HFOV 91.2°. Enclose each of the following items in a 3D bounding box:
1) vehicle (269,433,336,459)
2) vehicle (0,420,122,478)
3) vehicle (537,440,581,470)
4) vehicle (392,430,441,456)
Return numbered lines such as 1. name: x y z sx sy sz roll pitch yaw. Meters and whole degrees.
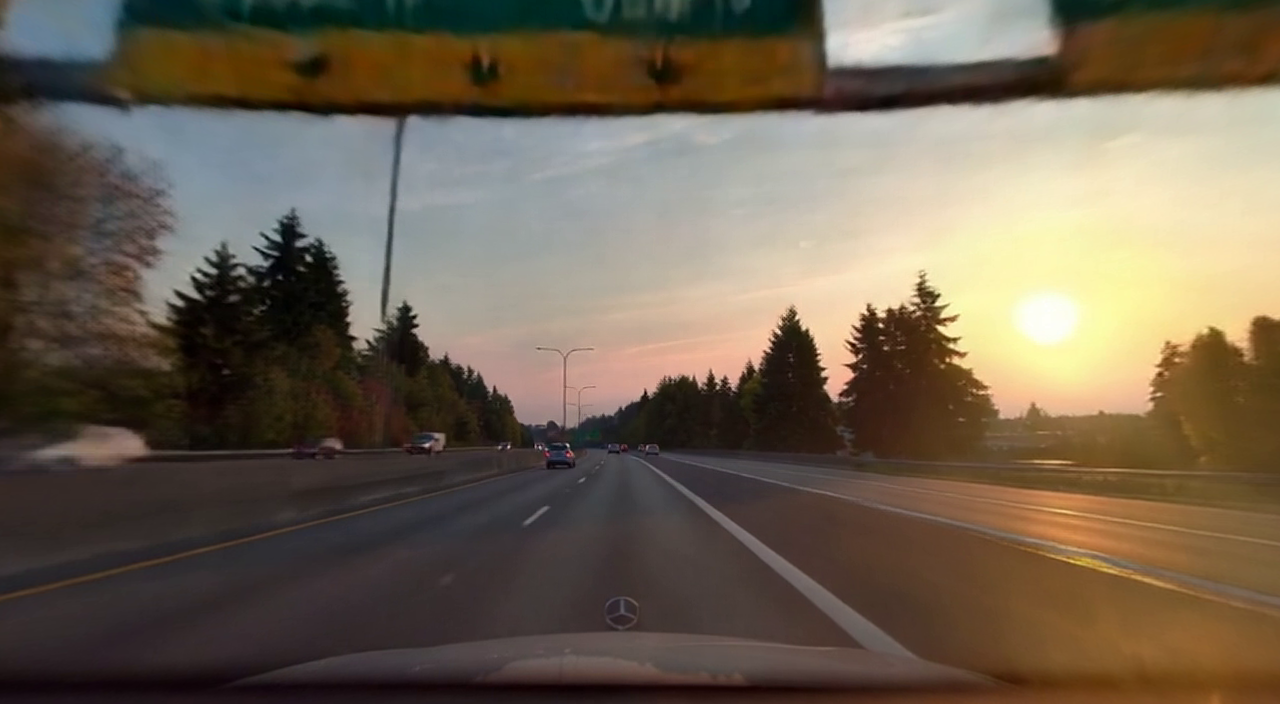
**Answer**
1. vehicle: -21.687 6.107 40.497 1.872 1.579 4.500 0 -9 -1
2. vehicle: -17.505 2.805 18.125 1.759 1.489 3.855 0 -9 -1
3. vehicle: -4.613 5.906 36.178 2.071 1.615 3.868 0 -9 -1
4. vehicle: -17.595 7.254 49.637 2.070 1.906 5.188 0 -9 -1
